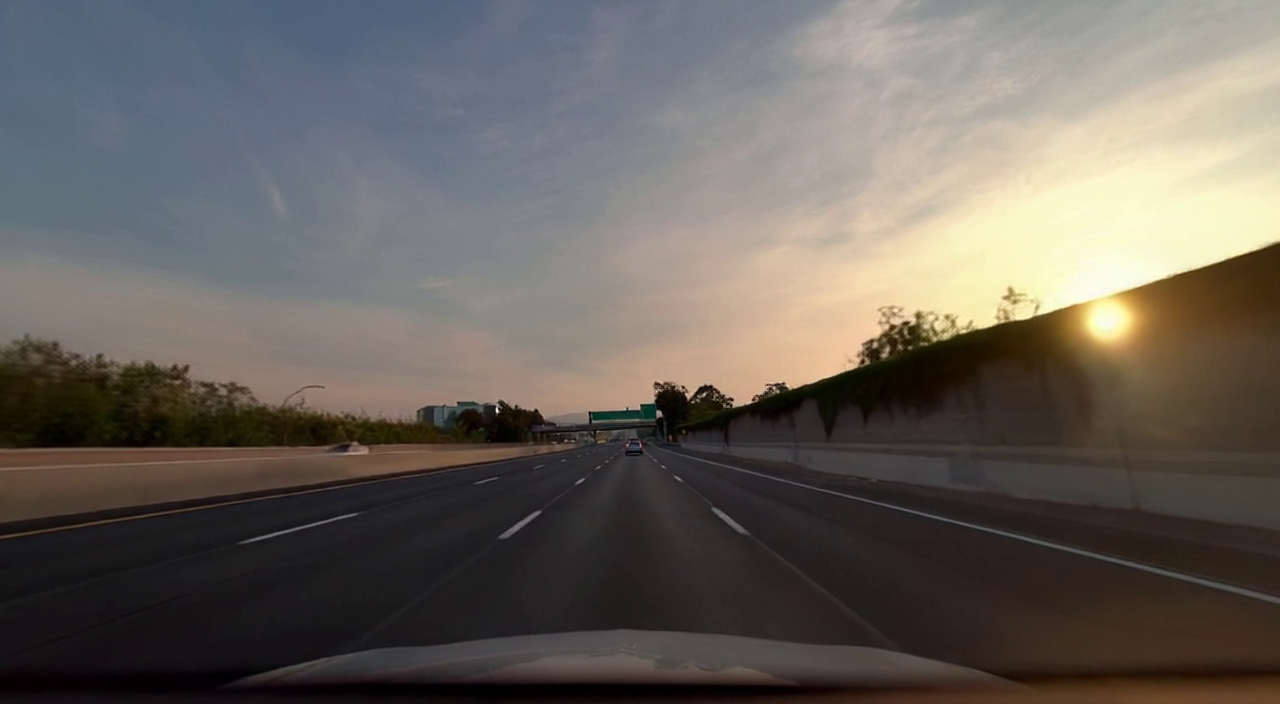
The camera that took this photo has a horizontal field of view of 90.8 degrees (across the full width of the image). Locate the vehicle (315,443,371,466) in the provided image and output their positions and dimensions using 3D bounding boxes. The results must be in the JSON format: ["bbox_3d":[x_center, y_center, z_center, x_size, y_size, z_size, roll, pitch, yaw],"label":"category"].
[{"bbox_3d":[-21.602,7.447,46.199,1.964,1.571,4.370,0,-8,0],"label":"vehicle"}]
